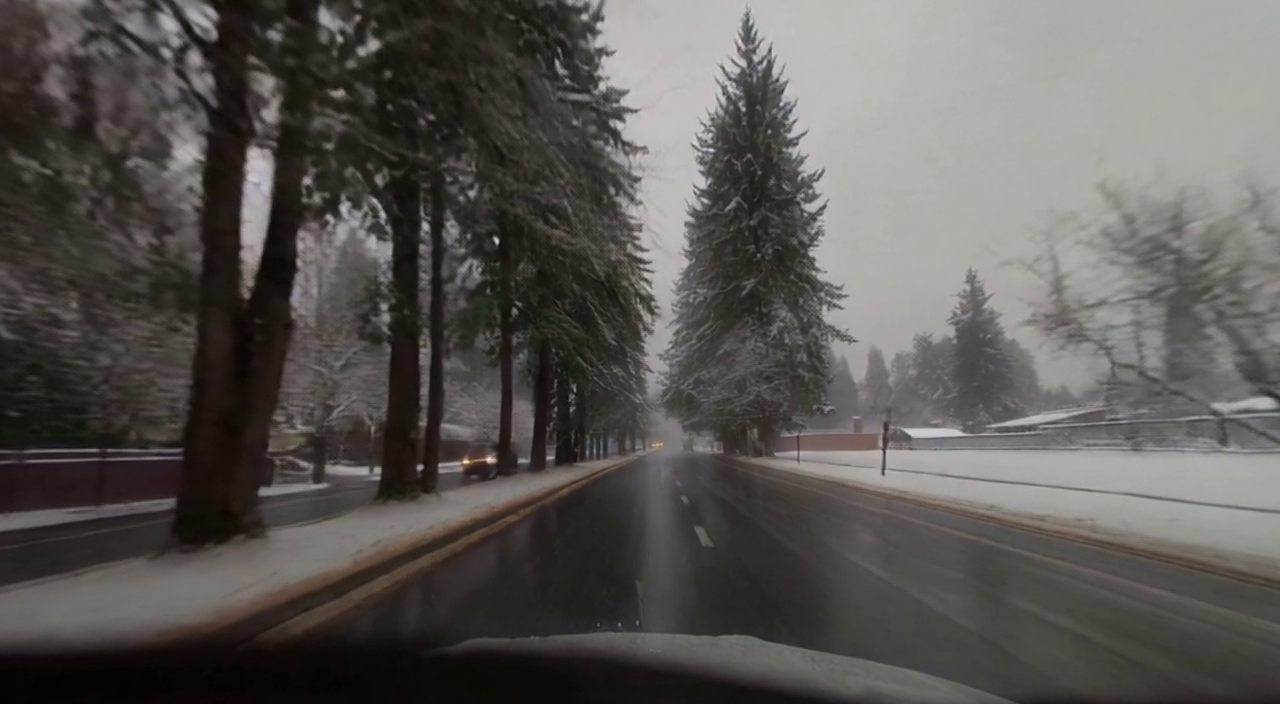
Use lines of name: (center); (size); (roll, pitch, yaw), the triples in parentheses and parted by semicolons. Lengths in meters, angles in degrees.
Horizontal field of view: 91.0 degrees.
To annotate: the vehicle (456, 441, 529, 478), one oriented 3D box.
vehicle: (-6.741, 4.940, 29.305); (2.000, 1.570, 4.808); (0, -8, 3)
